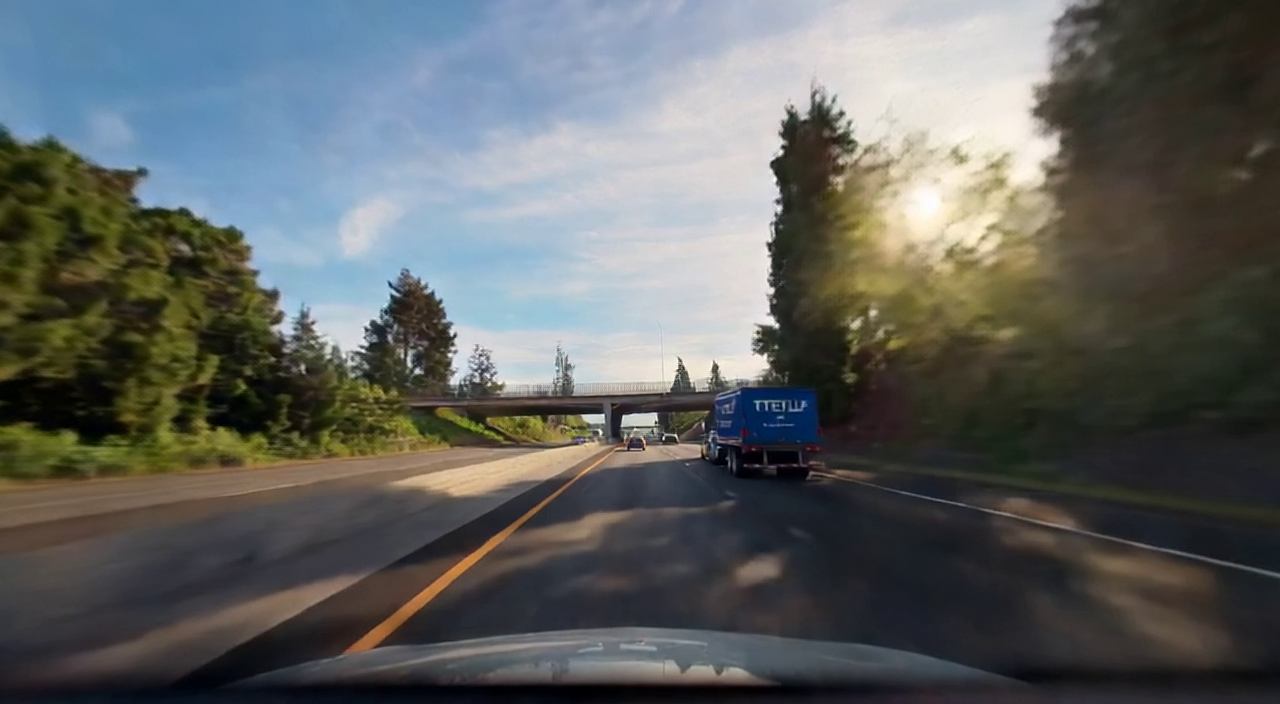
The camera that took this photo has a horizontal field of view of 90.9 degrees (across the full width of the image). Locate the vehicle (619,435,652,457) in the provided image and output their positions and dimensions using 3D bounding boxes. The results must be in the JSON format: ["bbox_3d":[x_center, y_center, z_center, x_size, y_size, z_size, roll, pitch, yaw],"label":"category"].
[{"bbox_3d":[-0.285,6.058,40.645,1.996,1.325,4.029,0,-7,0],"label":"vehicle"}]

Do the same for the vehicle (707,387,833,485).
[{"bbox_3d":[4.003,2.779,21.053,2.715,2.746,6.550,0,-7,-1],"label":"vehicle"}]
